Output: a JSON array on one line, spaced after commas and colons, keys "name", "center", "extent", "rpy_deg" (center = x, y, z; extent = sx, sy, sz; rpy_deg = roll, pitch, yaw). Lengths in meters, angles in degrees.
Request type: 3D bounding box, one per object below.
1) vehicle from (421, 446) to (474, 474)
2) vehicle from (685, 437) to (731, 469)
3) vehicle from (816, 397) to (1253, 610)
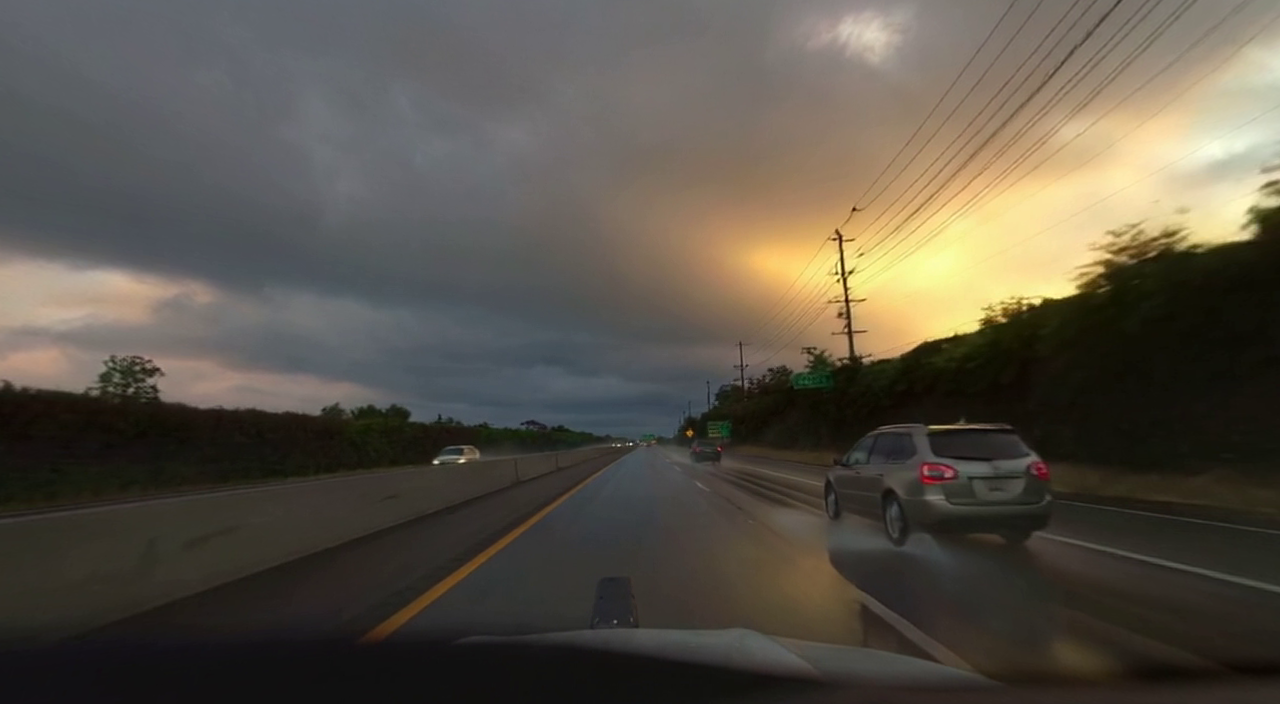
[{"name": "vehicle", "center": [-11.094, 6.217, 36.453], "extent": [1.954, 1.530, 3.423], "rpy_deg": [-1, -8, 0]}, {"name": "vehicle", "center": [3.375, 5.068, 31.856], "extent": [1.868, 1.507, 3.833], "rpy_deg": [0, -8, -1]}, {"name": "vehicle", "center": [3.622, 1.458, 7.045], "extent": [1.977, 1.581, 4.428], "rpy_deg": [-1, -8, 0]}]
